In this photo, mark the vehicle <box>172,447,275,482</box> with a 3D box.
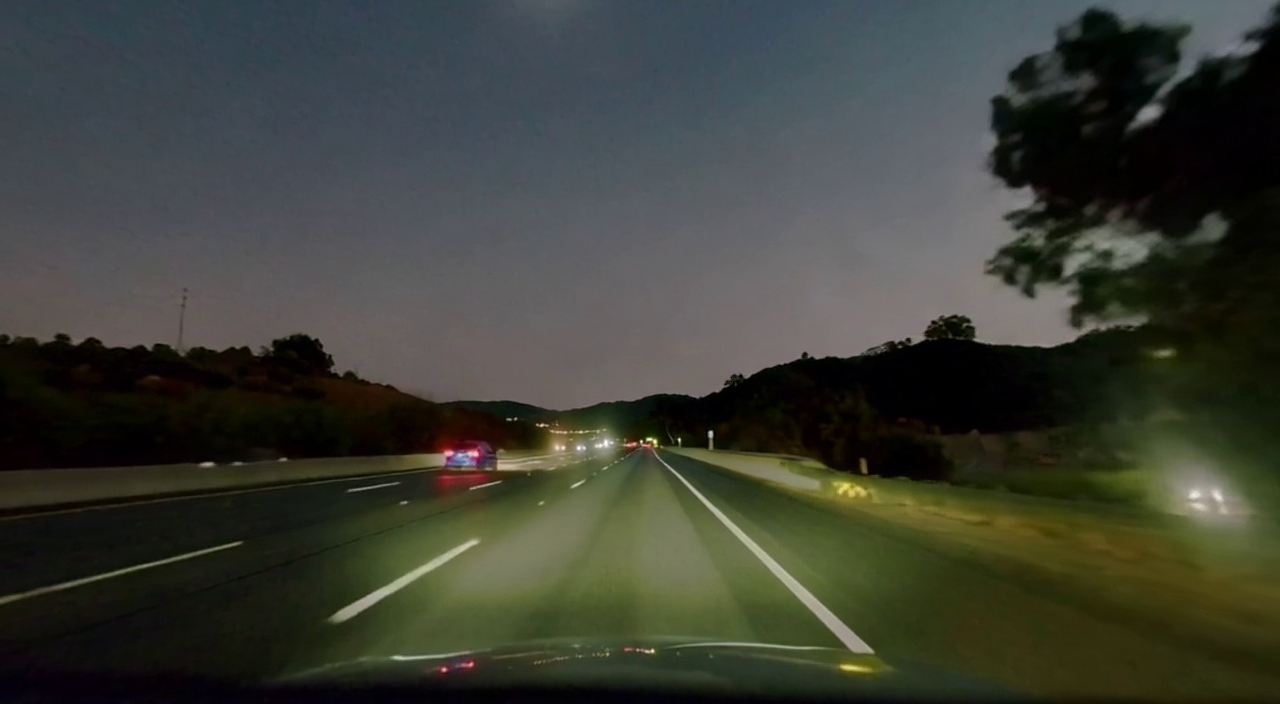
[{"bbox_3d":[-20.055,5.395,30.632,1.884,1.507,4.491,0,-8,1],"label":"vehicle"}]

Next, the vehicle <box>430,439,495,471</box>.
[{"bbox_3d":[-10.224,5.970,36.751,2.152,1.753,4.972,0,-8,2],"label":"vehicle"}]
